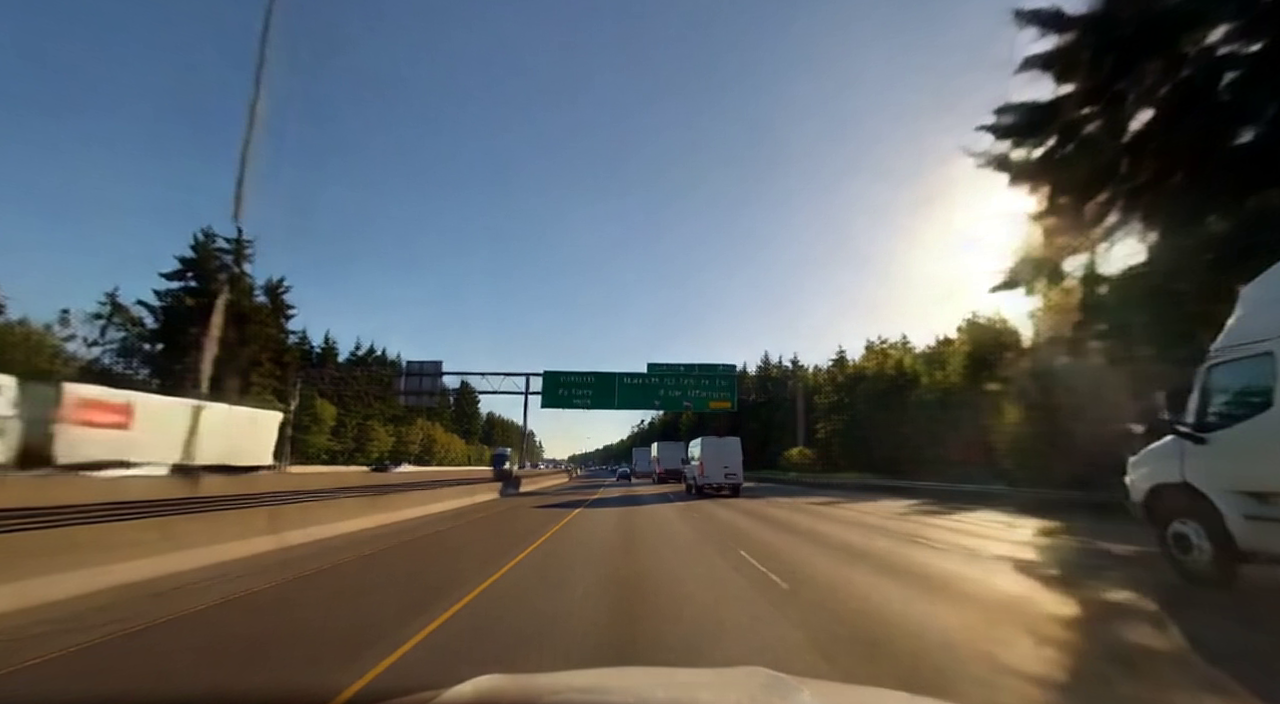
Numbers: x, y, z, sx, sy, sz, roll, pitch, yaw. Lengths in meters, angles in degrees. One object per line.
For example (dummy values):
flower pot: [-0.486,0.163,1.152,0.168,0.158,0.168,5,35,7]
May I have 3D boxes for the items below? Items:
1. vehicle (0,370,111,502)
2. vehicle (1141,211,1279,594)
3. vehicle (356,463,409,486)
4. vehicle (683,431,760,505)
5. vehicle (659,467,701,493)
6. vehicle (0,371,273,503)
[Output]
vehicle: [-21.108,2.713,20.063,2.923,3.992,5.858,1,-10,0]
vehicle: [8.200,0.306,5.291,2.973,3.981,5.821,0,-10,2]
vehicle: [-17.877,8.518,43.848,1.950,1.499,4.151,1,-10,-1]
vehicle: [3.141,4.704,25.534,2.291,2.639,5.280,1,-10,-2]
vehicle: [2.316,7.596,37.462,2.081,1.453,4.300,1,-10,-2]
vehicle: [-21.264,3.893,26.588,2.909,4.066,14.514,1,-10,-1]
